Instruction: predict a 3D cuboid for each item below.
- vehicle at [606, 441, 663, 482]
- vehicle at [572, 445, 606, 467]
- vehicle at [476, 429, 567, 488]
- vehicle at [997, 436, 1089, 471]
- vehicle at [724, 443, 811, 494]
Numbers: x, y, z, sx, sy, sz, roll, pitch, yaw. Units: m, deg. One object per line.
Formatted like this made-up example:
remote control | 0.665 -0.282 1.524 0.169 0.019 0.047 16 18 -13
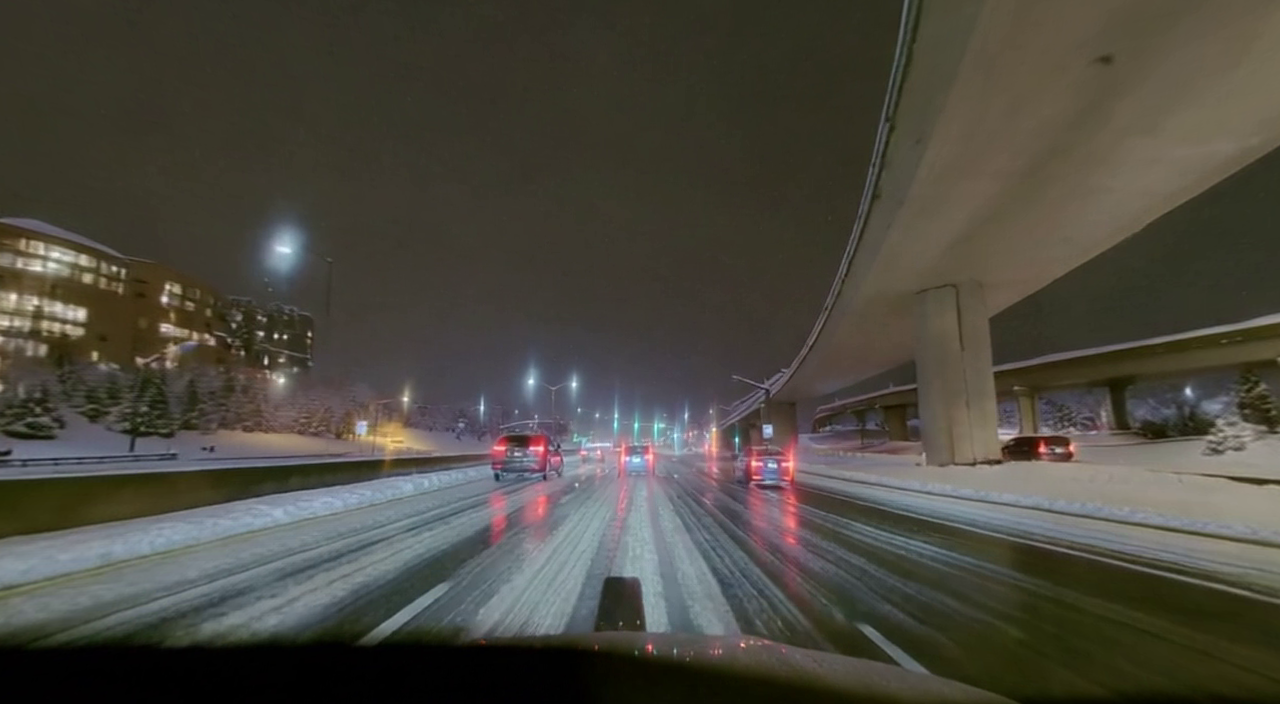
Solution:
vehicle | -0.183 4.340 25.190 2.089 1.493 3.964 0 -9 0
vehicle | -3.473 7.202 43.713 1.868 1.431 4.055 0 -9 2
vehicle | -3.995 3.694 22.094 2.142 1.819 4.648 0 -9 2
vehicle | 25.433 6.431 40.095 2.376 1.988 6.109 -1 -9 6
vehicle | 4.068 3.763 20.789 1.974 1.490 3.994 0 -9 -1
